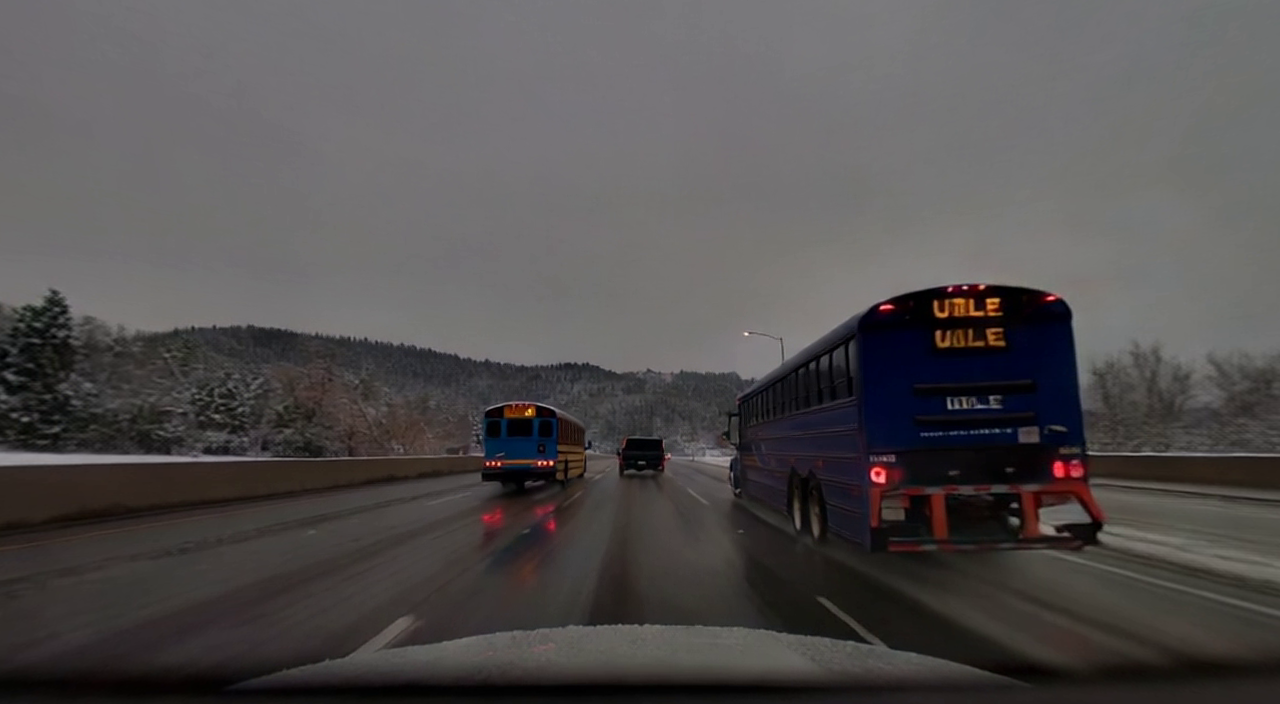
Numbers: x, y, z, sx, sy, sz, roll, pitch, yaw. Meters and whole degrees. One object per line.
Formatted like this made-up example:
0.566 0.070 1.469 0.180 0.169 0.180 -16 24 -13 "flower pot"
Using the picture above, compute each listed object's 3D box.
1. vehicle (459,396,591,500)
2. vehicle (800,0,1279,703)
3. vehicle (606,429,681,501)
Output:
-3.657 3.428 22.389 2.947 3.009 7.991 0 -9 1 "vehicle"
4.164 -0.024 3.524 3.006 4.101 13.245 0 -9 0 "vehicle"
0.073 3.443 19.460 2.037 1.929 4.343 0 -9 -1 "vehicle"
